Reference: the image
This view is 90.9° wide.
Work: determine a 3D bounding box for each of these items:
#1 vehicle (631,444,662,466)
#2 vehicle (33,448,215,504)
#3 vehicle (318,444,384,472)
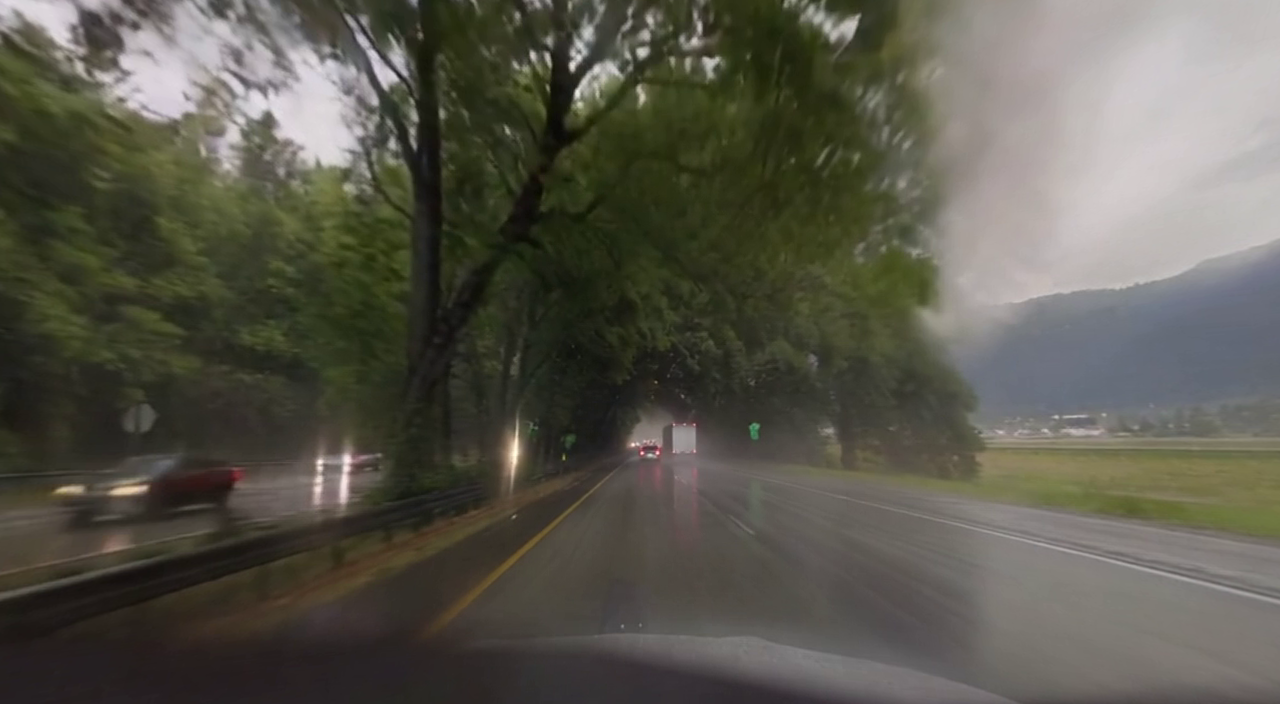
[{"bbox_3d":[0.447,7.145,43.729,2.023,1.434,4.236,0,-9,1],"label":"vehicle"},{"bbox_3d":[-15.000,3.600,18.700,1.816,1.454,4.185,0,-9,0],"label":"vehicle"},{"bbox_3d":[-18.597,6.837,40.742,2.017,1.666,4.521,0,-9,1],"label":"vehicle"}]
